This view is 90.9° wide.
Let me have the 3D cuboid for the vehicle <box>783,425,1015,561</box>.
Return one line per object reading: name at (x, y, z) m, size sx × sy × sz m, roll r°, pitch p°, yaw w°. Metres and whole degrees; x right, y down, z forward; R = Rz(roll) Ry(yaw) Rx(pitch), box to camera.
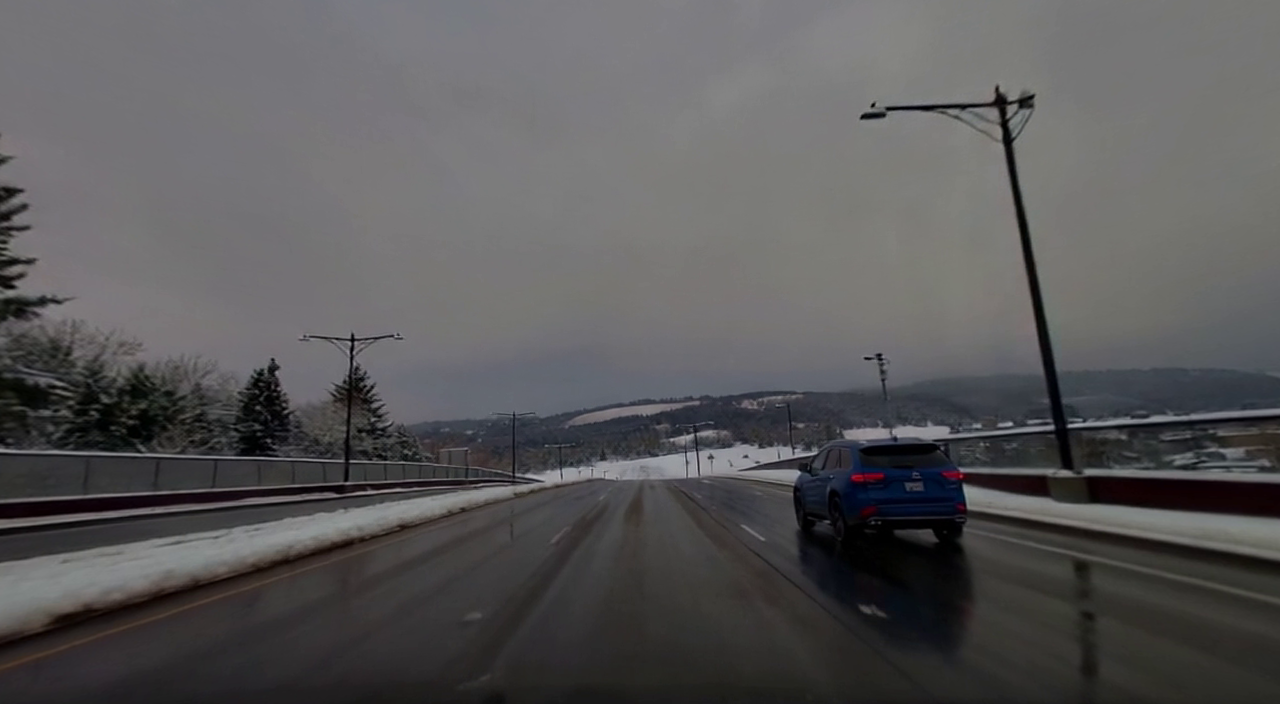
vehicle at (3.848, 2.151, 10.387) m, size 1.989 × 1.730 × 4.324 m, roll 0°, pitch -8°, yaw 0°
